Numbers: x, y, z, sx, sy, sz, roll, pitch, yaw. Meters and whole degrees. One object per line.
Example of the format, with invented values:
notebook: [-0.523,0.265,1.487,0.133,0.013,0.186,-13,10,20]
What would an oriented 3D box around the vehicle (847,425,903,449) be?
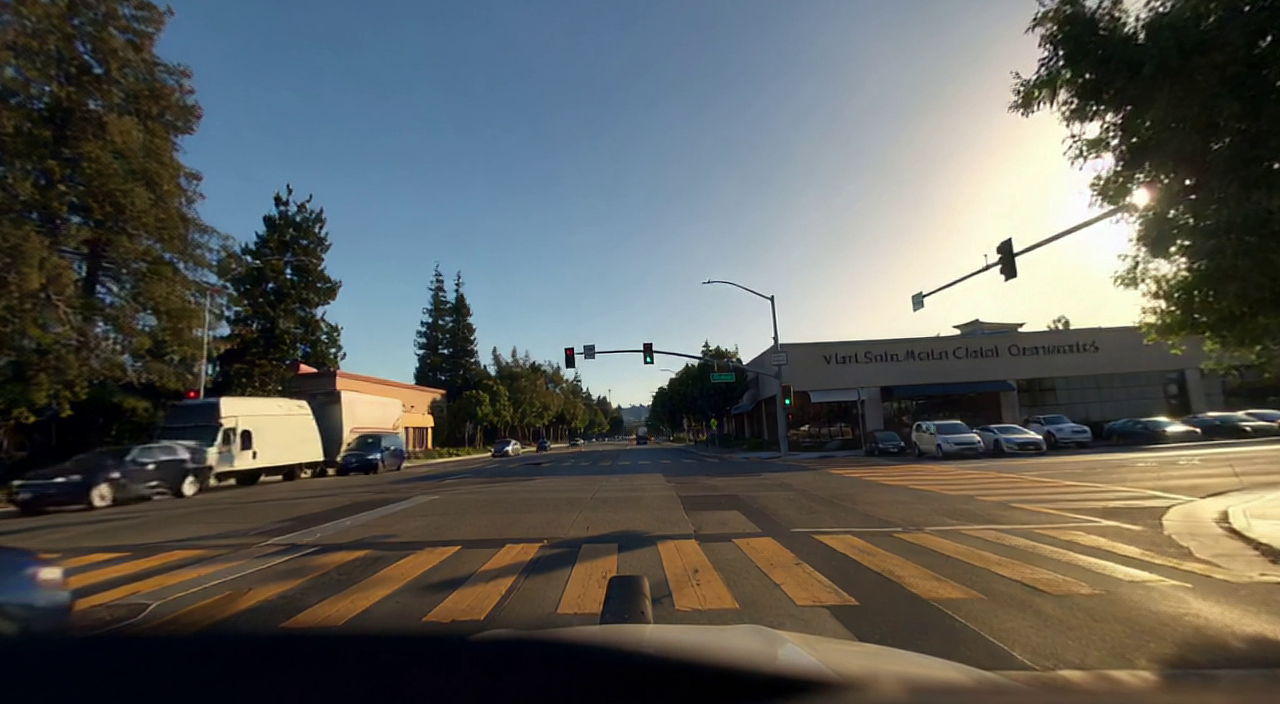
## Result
vehicle: [17.201,6.286,46.296,3.329,1.415,1.821,-6,-9,2]

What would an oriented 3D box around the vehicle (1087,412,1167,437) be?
vehicle: [31.380,4.731,40.772,1.823,1.480,4.003,0,-8,-4]

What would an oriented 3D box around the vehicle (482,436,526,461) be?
vehicle: [-9.251,6.603,43.327,2.026,1.616,4.199,0,-8,1]

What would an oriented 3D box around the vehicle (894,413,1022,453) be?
vehicle: [14.005,3.594,27.933,4.566,1.670,2.000,0,-8,-2]

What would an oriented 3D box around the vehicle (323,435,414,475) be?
vehicle: [-12.231,4.666,28.799,2.181,1.653,4.468,0,-8,0]

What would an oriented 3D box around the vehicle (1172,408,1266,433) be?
vehicle: [38.439,4.602,42.017,1.715,1.480,4.701,0,-8,-1]

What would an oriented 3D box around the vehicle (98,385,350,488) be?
vehicle: [-16.554,3.638,26.793,3.161,3.455,11.058,0,-8,0]

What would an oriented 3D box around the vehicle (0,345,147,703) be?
vehicle: [-3.360,0.566,0.693,1.934,1.649,4.490,0,-8,1]

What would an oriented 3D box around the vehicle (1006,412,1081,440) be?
vehicle: [26.316,4.879,41.263,2.011,1.656,4.163,0,-8,-3]
